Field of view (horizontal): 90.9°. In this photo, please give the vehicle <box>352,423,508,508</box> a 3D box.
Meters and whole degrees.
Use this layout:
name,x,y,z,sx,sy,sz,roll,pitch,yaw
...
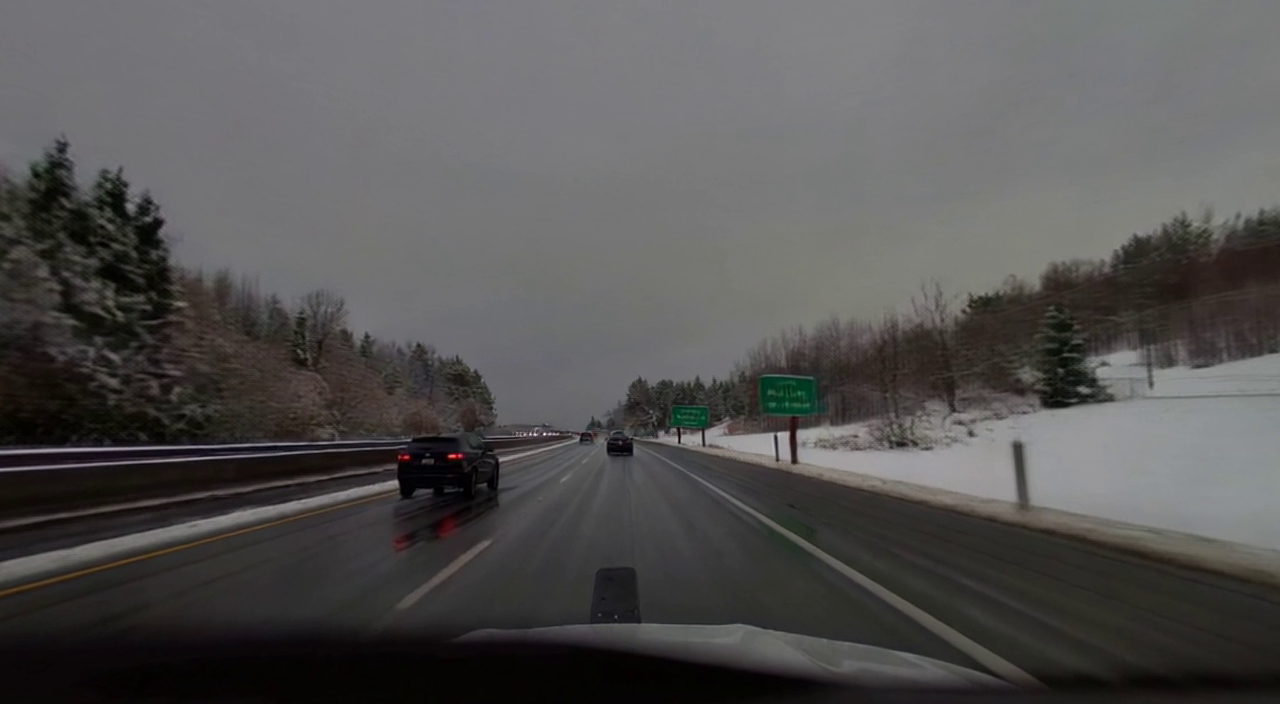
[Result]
name,x,y,z,sx,sy,sz,roll,pitch,yaw
vehicle,-4.233,2.342,13.537,1.975,1.518,4.242,0,-8,-1

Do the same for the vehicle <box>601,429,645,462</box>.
name,x,y,z,sx,sy,sz,roll,pitch,yaw
vehicle,-0.893,4.950,33.527,2.162,1.616,4.242,0,-8,-1
